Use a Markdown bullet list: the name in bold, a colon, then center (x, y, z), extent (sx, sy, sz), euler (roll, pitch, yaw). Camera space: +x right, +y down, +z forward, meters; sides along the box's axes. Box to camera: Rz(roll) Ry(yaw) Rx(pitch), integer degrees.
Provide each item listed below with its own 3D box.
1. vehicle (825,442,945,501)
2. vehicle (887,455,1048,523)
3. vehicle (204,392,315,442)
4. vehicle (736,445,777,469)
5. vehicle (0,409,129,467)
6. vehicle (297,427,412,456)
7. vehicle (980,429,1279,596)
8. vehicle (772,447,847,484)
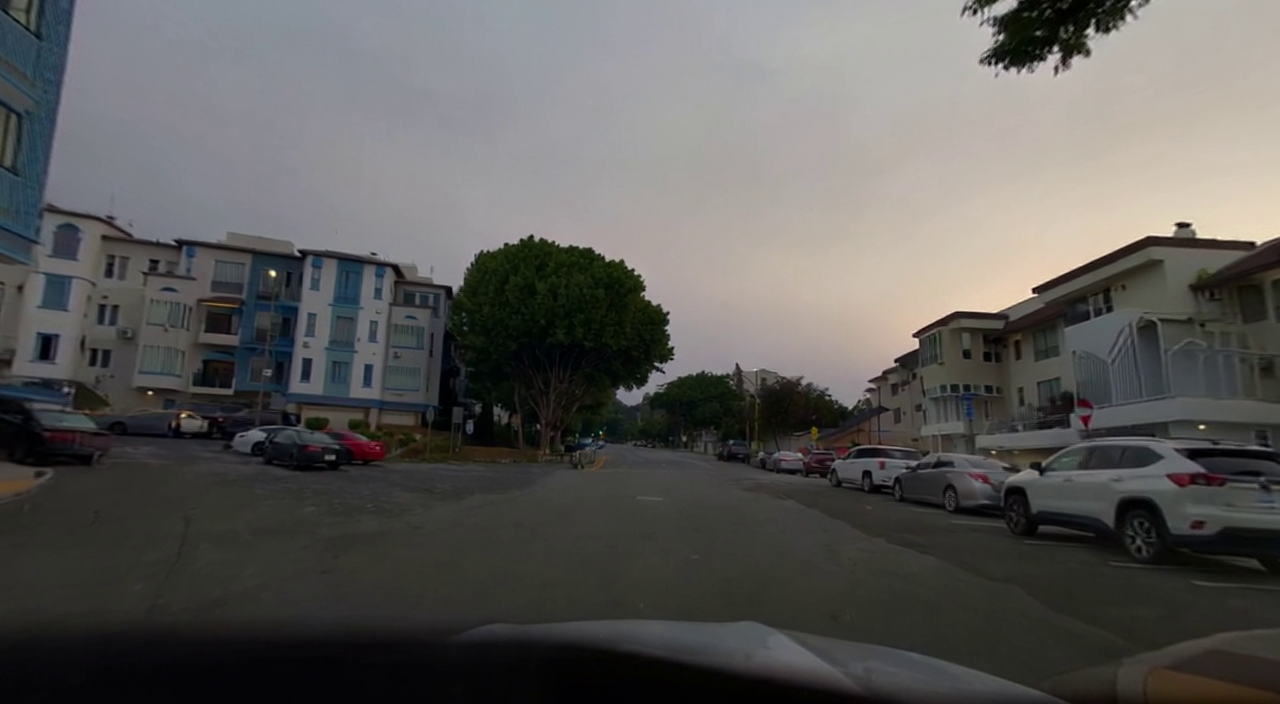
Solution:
- **vehicle**: center (7.933, 3.873, 21.062), extent (1.917, 1.704, 4.840), euler (0, -8, -2)
- **vehicle**: center (7.823, 3.271, 15.613), extent (1.900, 1.368, 4.176), euler (-1, -8, 3)
- **vehicle**: center (-18.700, 3.208, 31.082), extent (4.598, 1.645, 2.019), euler (8, -5, 20)
- **vehicle**: center (7.751, 7.021, 42.344), extent (1.901, 1.495, 4.340), euler (0, -8, 0)
- **vehicle**: center (-16.512, 2.468, 17.980), extent (4.175, 1.436, 2.017), euler (-7, -11, 37)
- **vehicle**: center (-13.577, 4.300, 30.314), extent (4.603, 1.335, 1.889), euler (1, -9, -8)
- **vehicle**: center (7.510, 2.118, 9.448), extent (2.181, 1.792, 5.066), euler (0, -8, 2)
- **vehicle**: center (7.885, 5.298, 29.881), extent (2.122, 1.554, 4.777), euler (0, -8, -1)
